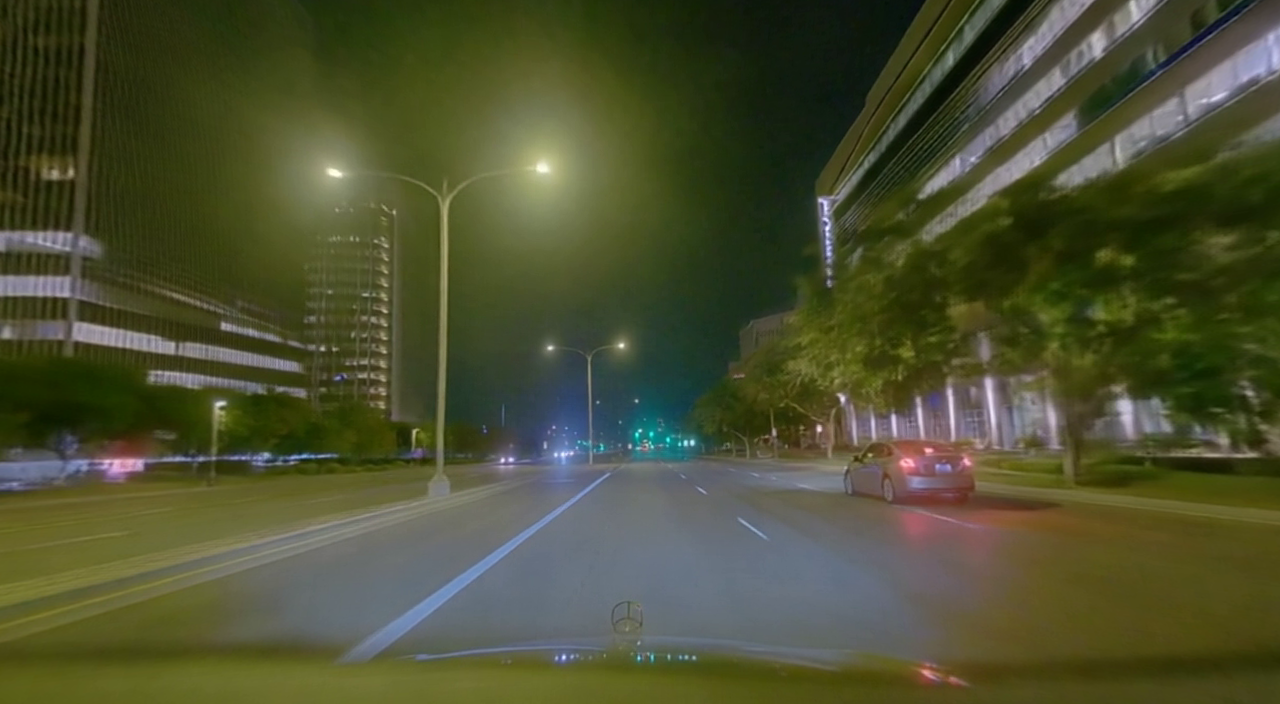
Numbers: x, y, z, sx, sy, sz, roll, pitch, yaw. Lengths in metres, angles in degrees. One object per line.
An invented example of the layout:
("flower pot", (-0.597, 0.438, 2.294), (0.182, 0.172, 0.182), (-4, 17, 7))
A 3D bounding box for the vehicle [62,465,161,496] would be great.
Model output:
("vehicle", (-32.703, 7.913, 39.181), (1.990, 1.595, 4.310), (-8, -11, 40))

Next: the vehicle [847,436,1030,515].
("vehicle", (6.613, 2.767, 14.737), (1.913, 1.504, 4.738), (0, -9, 0))
